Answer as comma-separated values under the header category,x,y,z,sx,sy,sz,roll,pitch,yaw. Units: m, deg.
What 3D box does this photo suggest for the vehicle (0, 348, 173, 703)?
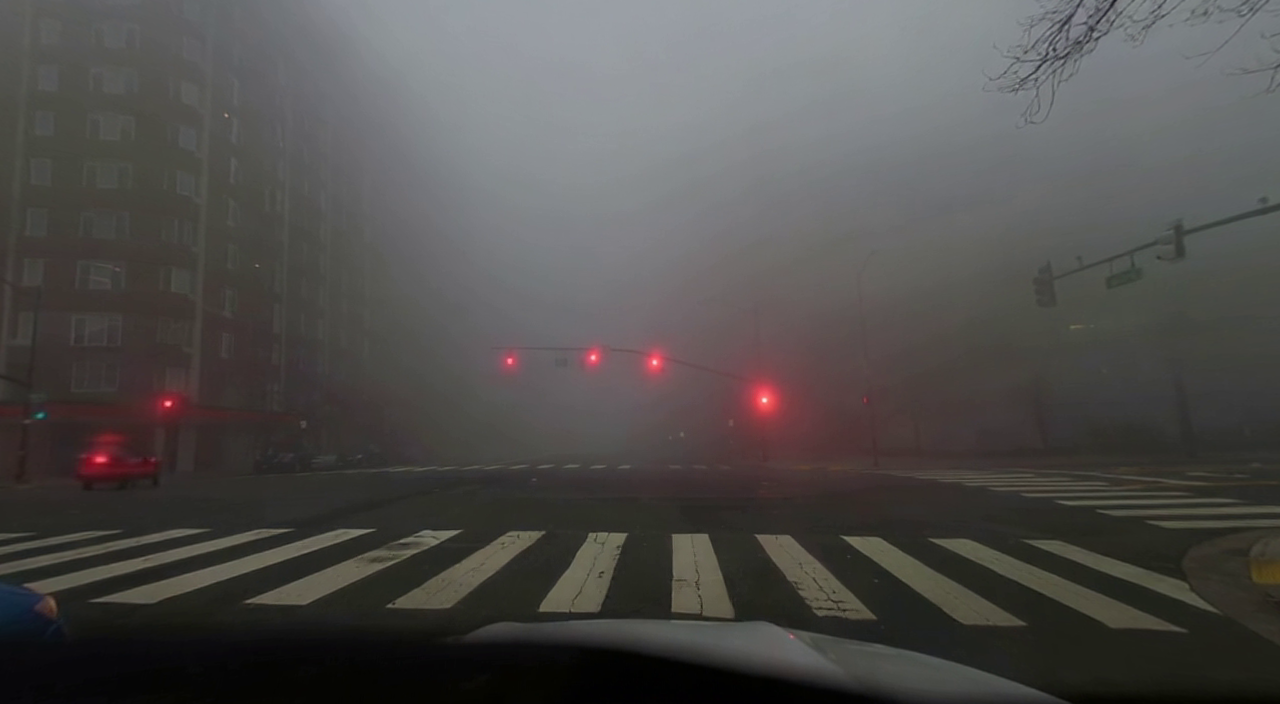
category,x,y,z,sx,sy,sz,roll,pitch,yaw
vehicle,-3.622,0.624,1.074,2.109,1.692,4.587,0,-8,0
